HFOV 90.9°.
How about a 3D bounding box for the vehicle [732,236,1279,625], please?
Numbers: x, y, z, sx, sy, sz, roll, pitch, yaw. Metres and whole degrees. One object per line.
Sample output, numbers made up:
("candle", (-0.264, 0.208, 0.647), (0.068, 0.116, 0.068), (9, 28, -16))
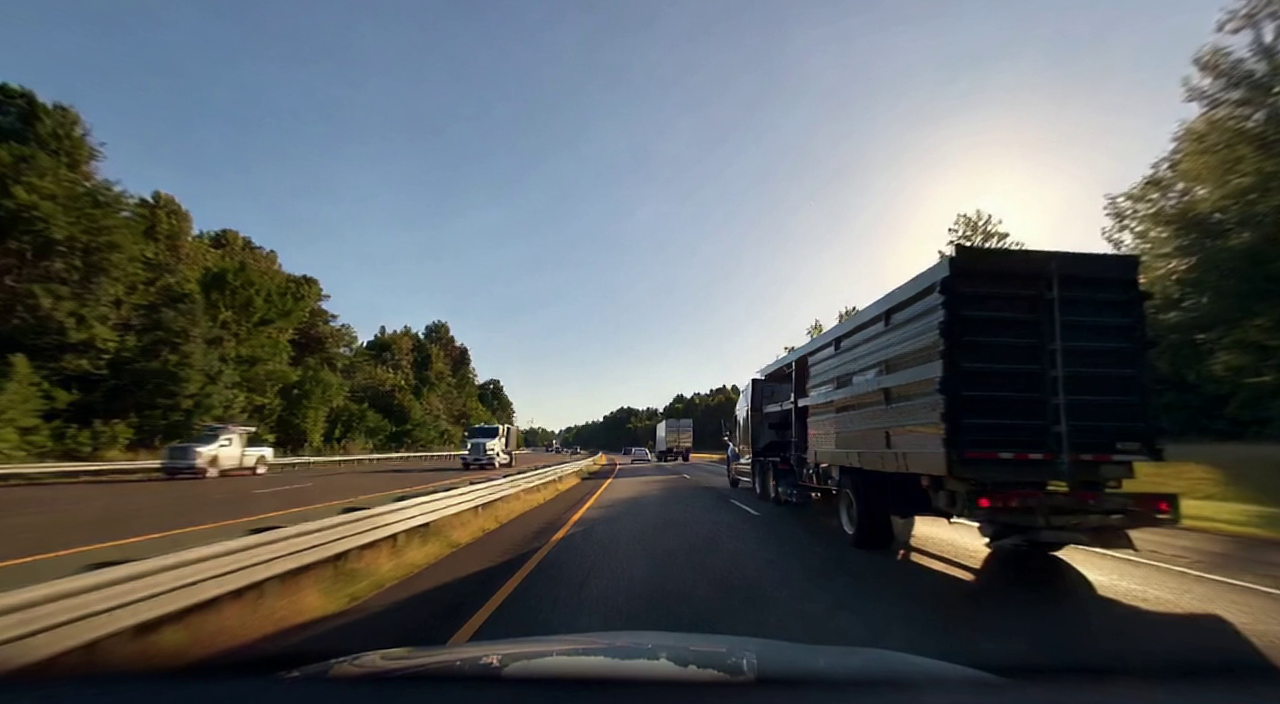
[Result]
("vehicle", (4.546, 1.743, 12.929), (2.867, 3.571, 14.305), (0, -9, -1))

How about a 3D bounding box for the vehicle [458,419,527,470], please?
("vehicle", (-9.025, 5.817, 39.416), (2.632, 2.884, 7.040), (0, -9, 0))

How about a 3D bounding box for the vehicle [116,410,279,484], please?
("vehicle", (-17.314, 3.802, 25.174), (2.352, 2.601, 5.466), (0, -9, 2))

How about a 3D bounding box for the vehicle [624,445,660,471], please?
("vehicle", (0.065, 6.569, 39.138), (2.051, 1.513, 4.511), (0, -9, -1))
